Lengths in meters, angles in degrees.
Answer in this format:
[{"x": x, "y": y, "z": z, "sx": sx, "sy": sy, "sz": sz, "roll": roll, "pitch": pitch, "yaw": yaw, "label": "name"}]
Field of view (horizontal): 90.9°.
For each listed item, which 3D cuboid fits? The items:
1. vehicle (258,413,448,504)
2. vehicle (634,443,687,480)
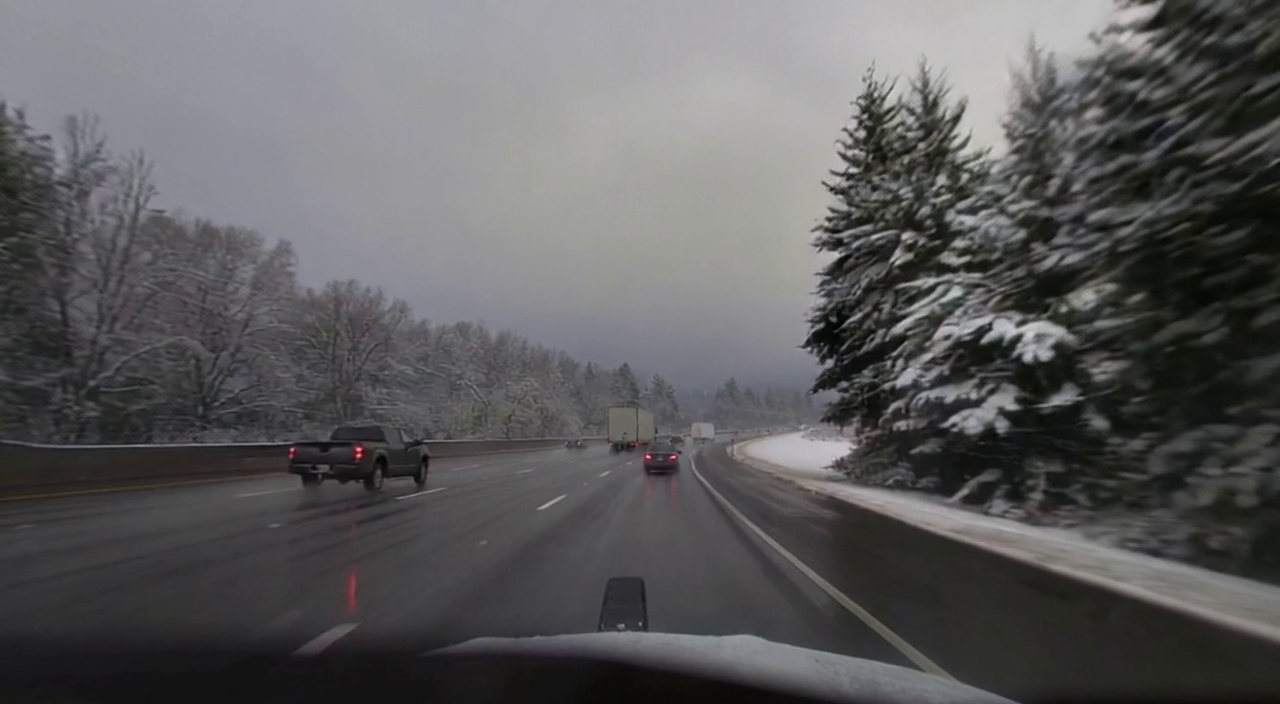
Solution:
[{"x": -6.668, "y": 2.546, "z": 15.458, "sx": 2.142, "sy": 1.833, "sz": 4.854, "roll": 0, "pitch": -8, "yaw": 3, "label": "vehicle"}, {"x": 0.885, "y": 4.392, "z": 25.643, "sx": 1.984, "sy": 1.365, "sz": 3.767, "roll": 0, "pitch": -8, "yaw": 3, "label": "vehicle"}]
